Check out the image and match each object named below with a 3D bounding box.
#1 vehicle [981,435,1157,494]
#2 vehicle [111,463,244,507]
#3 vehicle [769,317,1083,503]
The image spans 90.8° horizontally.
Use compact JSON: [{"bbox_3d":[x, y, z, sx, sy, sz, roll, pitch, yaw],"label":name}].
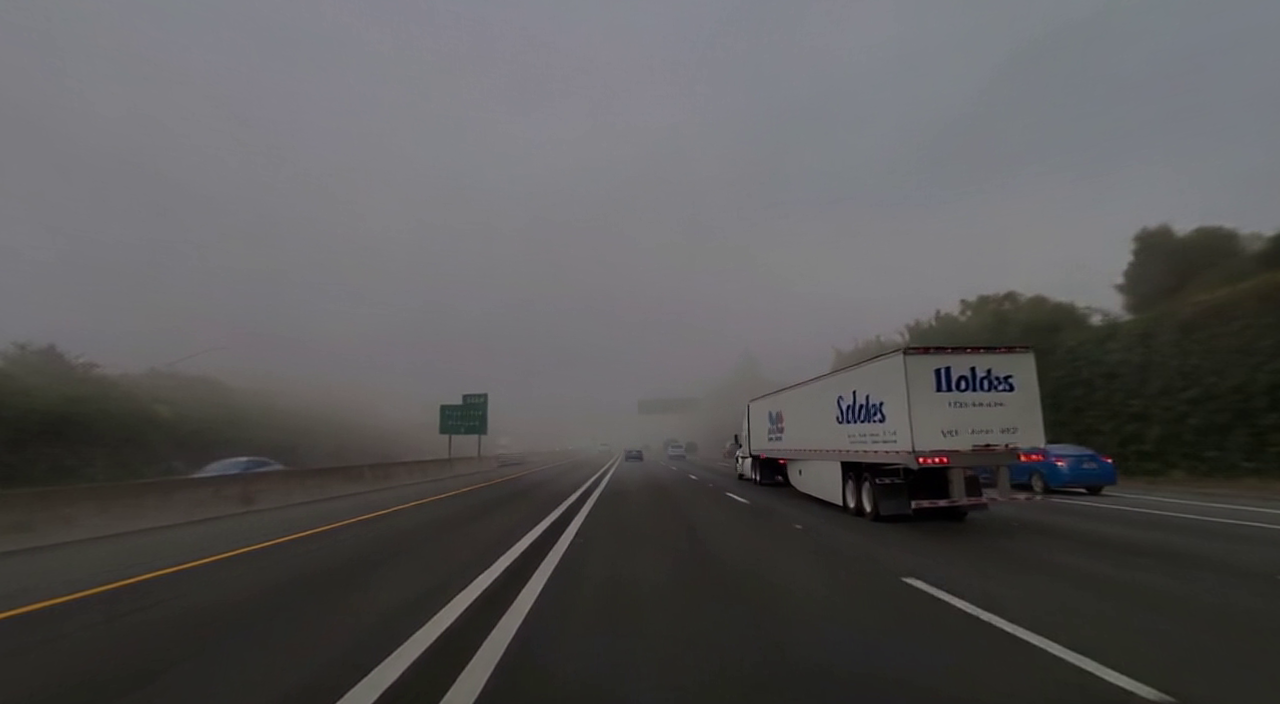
[{"bbox_3d":[12.064,3.191,18.240,1.862,1.462,4.459,0,-9,-1],"label":"vehicle"},{"bbox_3d":[-18.641,5.339,25.784,2.023,1.481,4.530,0,-9,-1],"label":"vehicle"},{"bbox_3d":[7.992,2.483,22.284,2.892,4.128,16.495,0,-9,-2],"label":"vehicle"}]
